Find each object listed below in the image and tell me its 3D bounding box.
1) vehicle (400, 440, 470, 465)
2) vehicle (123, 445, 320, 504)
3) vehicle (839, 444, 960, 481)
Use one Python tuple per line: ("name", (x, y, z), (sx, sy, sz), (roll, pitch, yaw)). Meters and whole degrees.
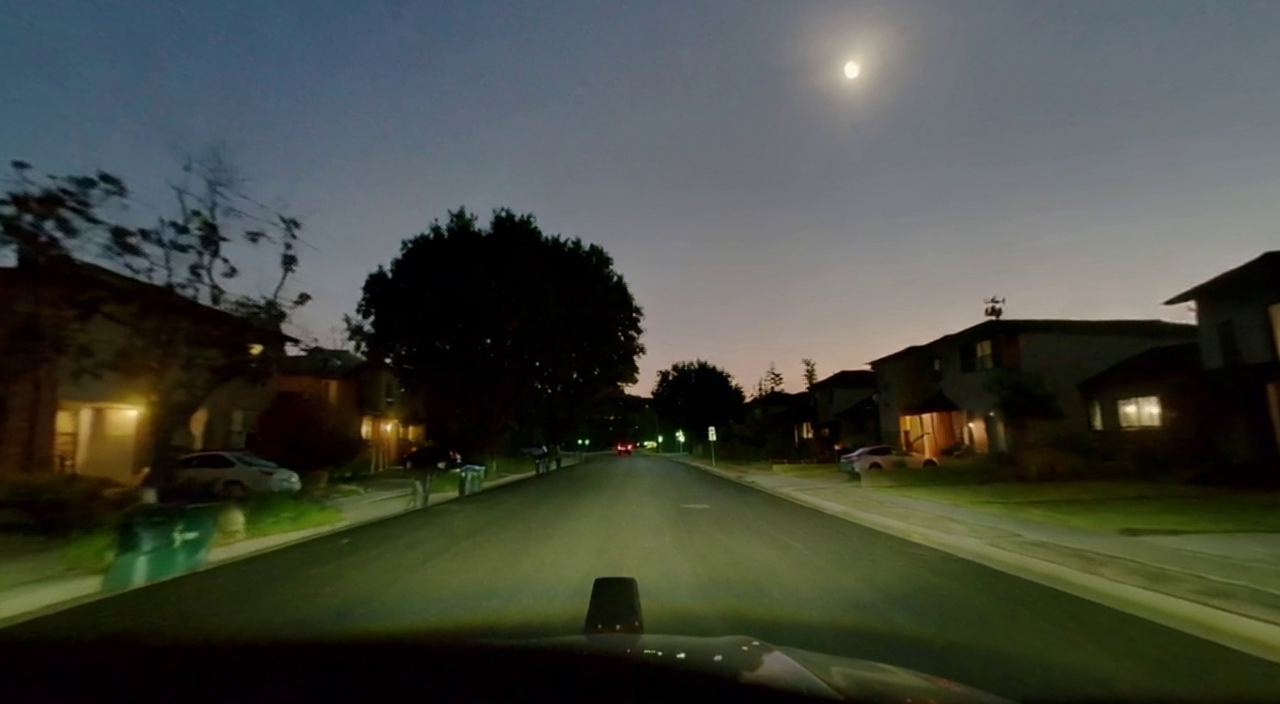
("vehicle", (-13.582, 6.720, 42.155), (4.265, 1.569, 1.984), (3, -10, -15))
("vehicle", (-13.518, 3.970, 20.696), (4.887, 1.788, 2.006), (1, -9, -4))
("vehicle", (11.635, 4.970, 28.546), (4.626, 1.541, 1.866), (2, -9, -3))
